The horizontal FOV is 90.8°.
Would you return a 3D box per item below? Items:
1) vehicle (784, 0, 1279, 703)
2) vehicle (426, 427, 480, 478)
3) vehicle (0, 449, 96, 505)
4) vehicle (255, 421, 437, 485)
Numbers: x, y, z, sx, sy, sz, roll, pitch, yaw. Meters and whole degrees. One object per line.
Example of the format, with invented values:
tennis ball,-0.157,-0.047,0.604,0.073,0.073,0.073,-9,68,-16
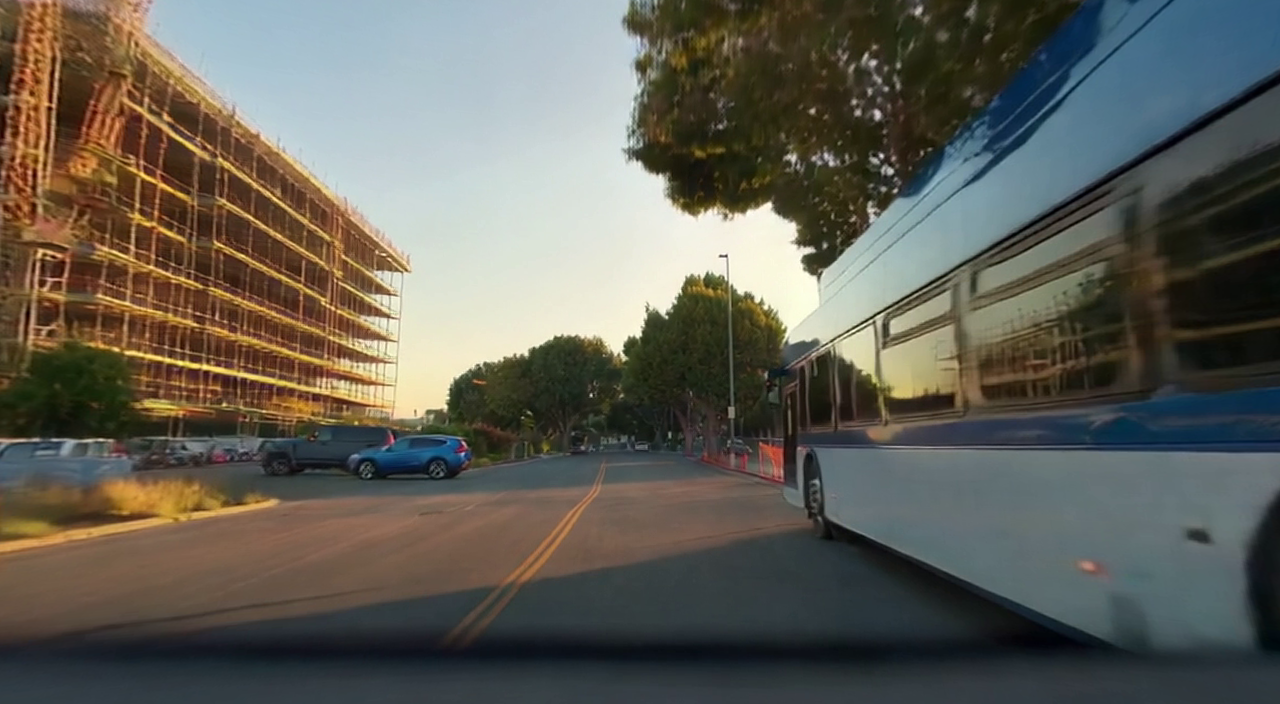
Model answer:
vehicle,3.836,0.360,5.087,3.040,3.424,12.508,0,-8,3
vehicle,-8.069,4.338,27.480,1.515,2.074,2.668,0,-7,-1
vehicle,-18.004,3.504,17.884,1.779,1.471,3.705,0,-8,1
vehicle,-13.513,4.741,29.724,7.067,2.785,2.980,1,-8,-9
